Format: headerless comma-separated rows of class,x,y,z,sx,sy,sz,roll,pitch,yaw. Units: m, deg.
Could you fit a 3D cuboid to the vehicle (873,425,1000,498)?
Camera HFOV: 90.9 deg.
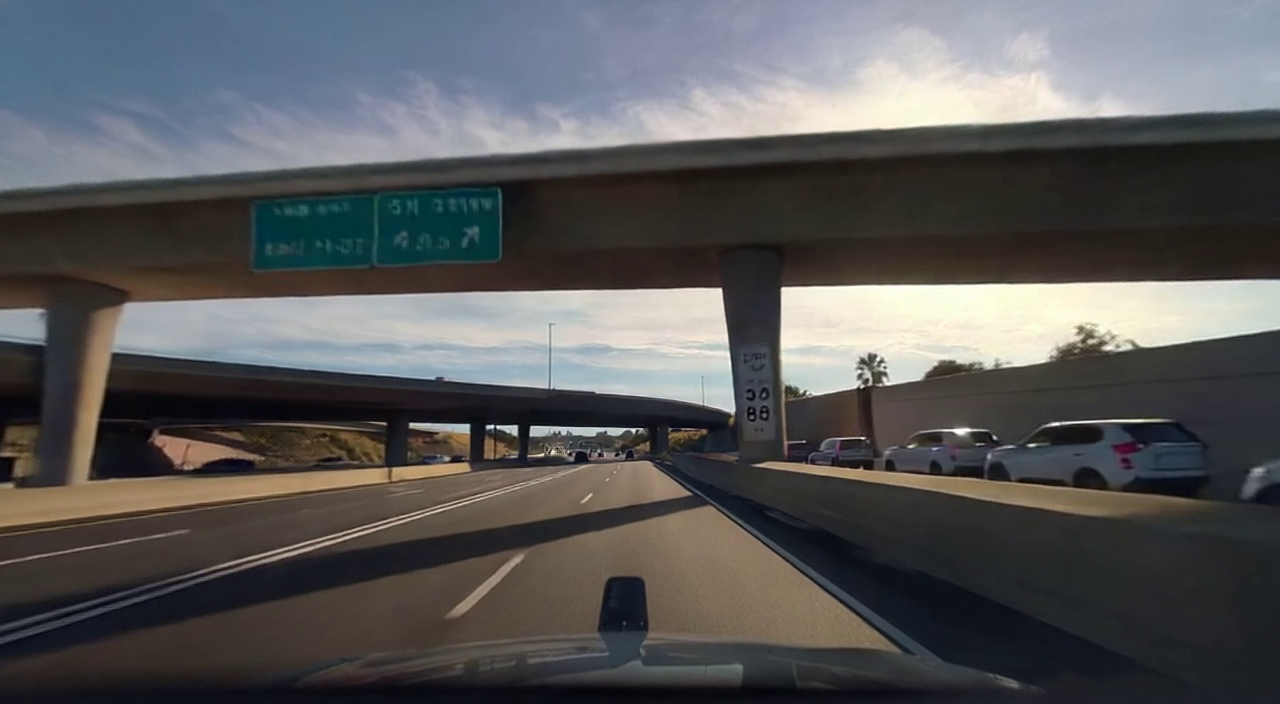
vehicle,16.295,6.066,35.618,2.791,3.573,9.032,0,-9,0

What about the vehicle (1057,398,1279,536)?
vehicle,18.895,3.818,21.589,2.619,3.750,9.673,0,-9,1

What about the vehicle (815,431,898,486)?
vehicle,16.022,7.936,47.487,2.704,3.716,9.364,0,-9,-1
